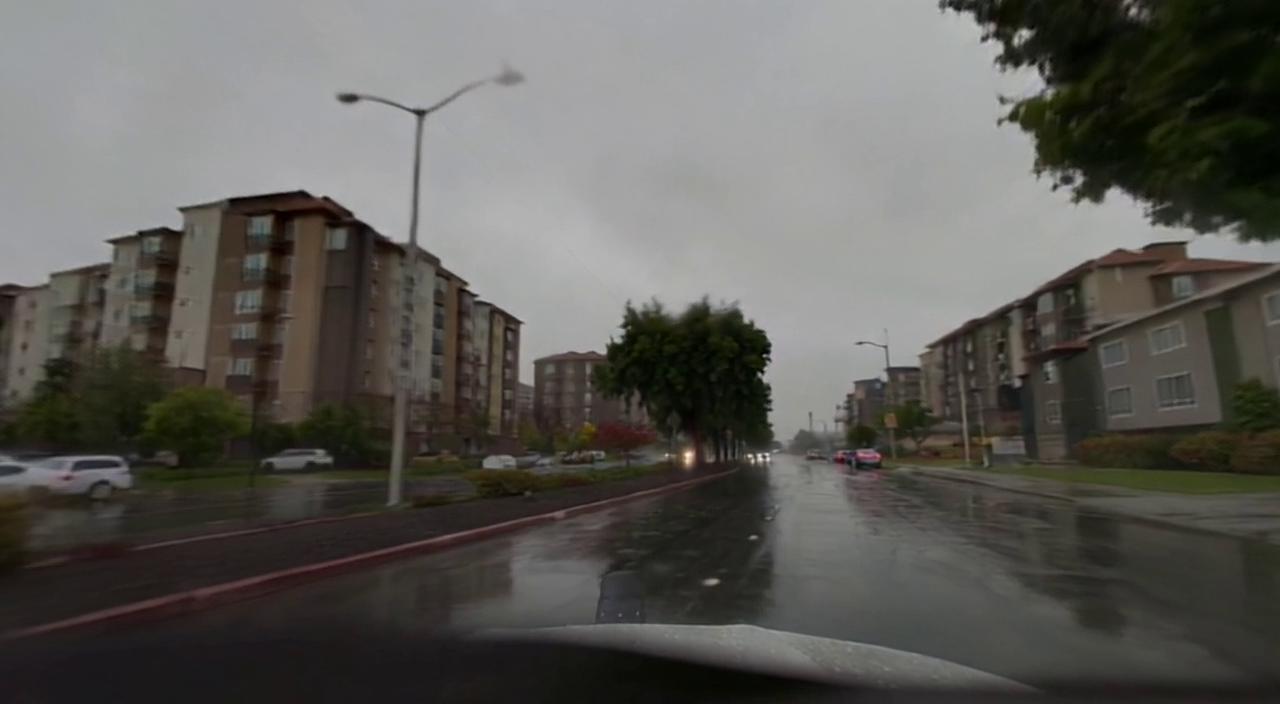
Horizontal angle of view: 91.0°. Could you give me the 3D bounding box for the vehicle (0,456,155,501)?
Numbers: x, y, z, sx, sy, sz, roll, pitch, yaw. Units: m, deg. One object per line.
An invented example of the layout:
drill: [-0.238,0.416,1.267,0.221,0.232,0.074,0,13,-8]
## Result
vehicle: [-22.360,4.990,25.190,1.816,1.496,4.384,-3,-9,14]
